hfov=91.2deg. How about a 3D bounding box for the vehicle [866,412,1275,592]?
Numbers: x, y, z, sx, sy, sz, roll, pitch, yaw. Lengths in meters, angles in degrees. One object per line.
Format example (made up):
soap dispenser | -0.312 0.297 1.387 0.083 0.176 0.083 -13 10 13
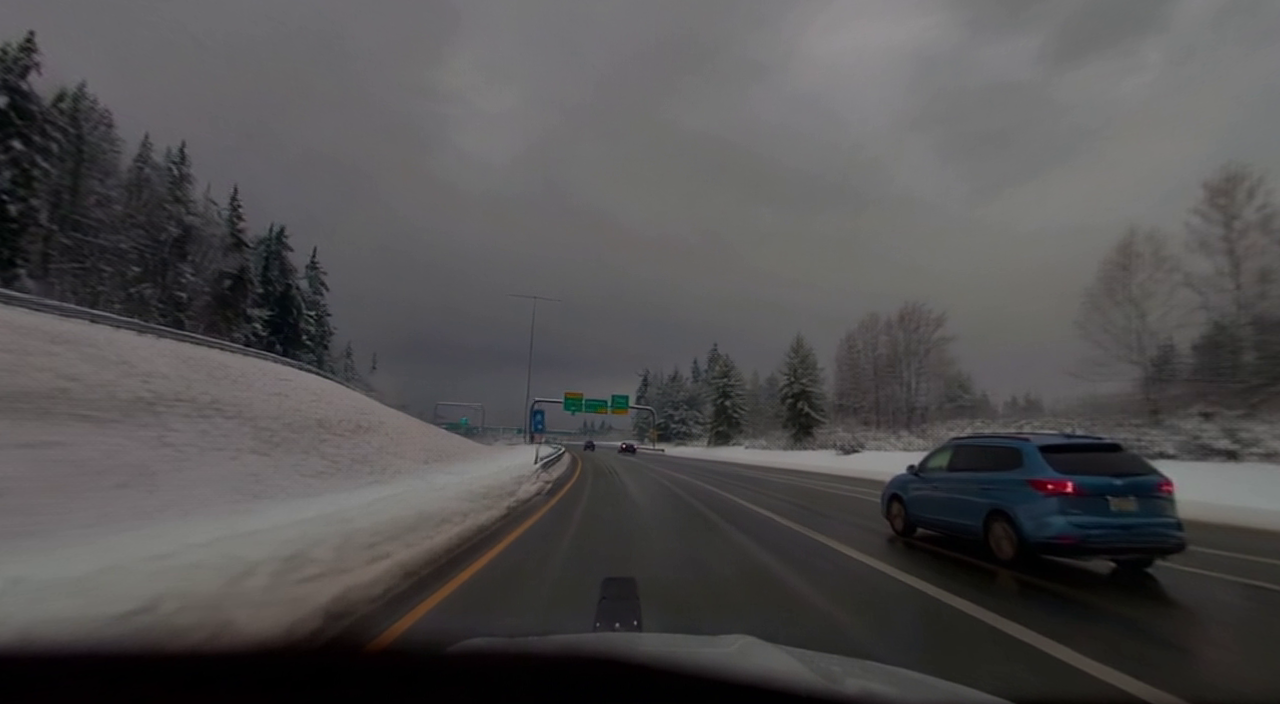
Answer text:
vehicle | 4.531 1.628 7.583 1.952 1.536 4.036 0 -9 -2
